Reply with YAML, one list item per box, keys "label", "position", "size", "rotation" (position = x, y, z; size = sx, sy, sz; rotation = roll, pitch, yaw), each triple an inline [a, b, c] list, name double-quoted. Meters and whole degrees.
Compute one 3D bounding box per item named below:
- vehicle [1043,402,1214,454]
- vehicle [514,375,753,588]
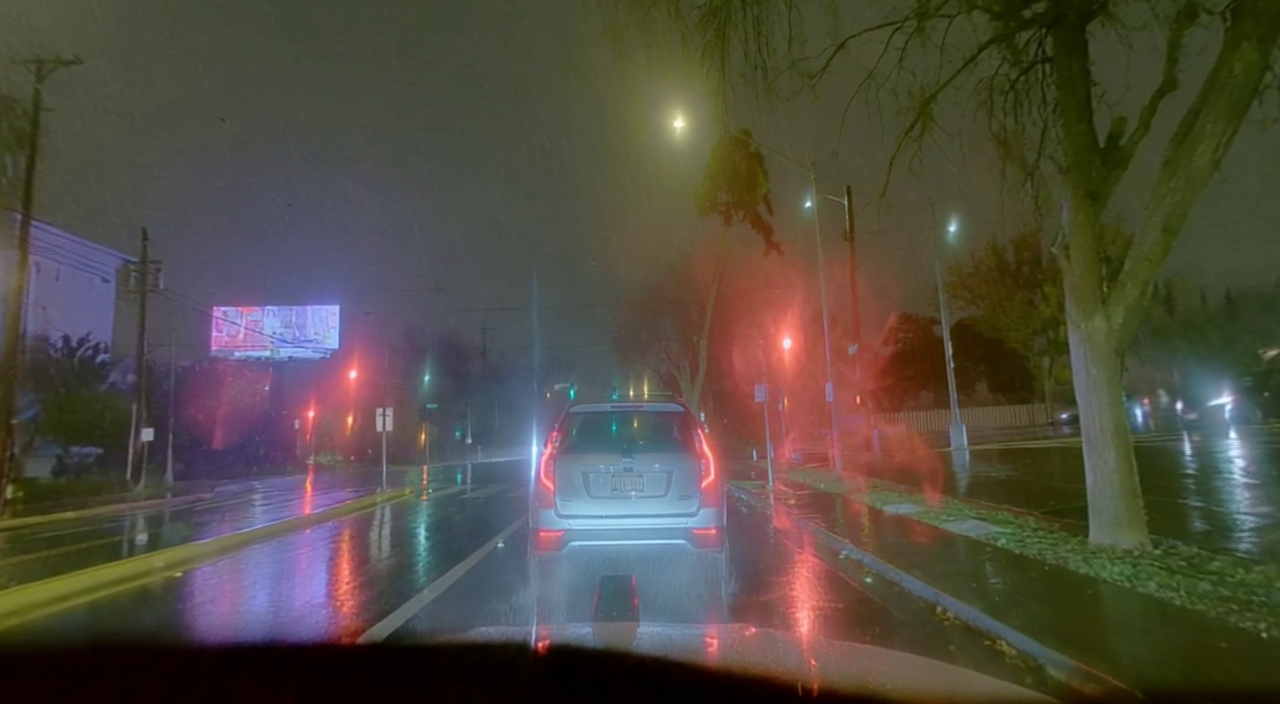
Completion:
- label: "vehicle"
  position: [15.281, 2.445, 19.925]
  size: [3.750, 1.502, 1.781]
  rotation: [-2, -8, 13]
- label: "vehicle"
  position: [-0.056, 1.439, 7.673]
  size: [2.142, 1.904, 3.816]
  rotation: [-1, -8, 0]
